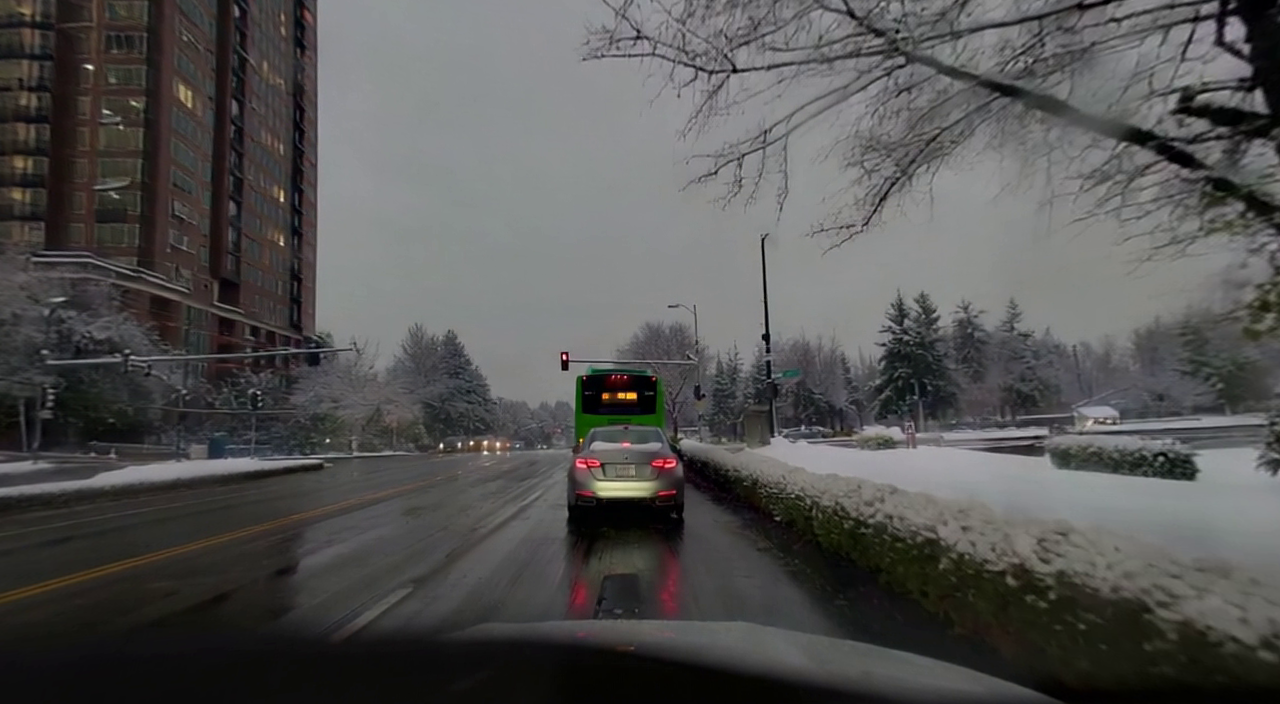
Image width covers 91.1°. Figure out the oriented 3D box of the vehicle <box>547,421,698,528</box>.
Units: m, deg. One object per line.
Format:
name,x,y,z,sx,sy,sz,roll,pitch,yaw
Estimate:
vehicle,-0.280,1.947,10.669,2.064,1.452,3.942,0,-8,-1
